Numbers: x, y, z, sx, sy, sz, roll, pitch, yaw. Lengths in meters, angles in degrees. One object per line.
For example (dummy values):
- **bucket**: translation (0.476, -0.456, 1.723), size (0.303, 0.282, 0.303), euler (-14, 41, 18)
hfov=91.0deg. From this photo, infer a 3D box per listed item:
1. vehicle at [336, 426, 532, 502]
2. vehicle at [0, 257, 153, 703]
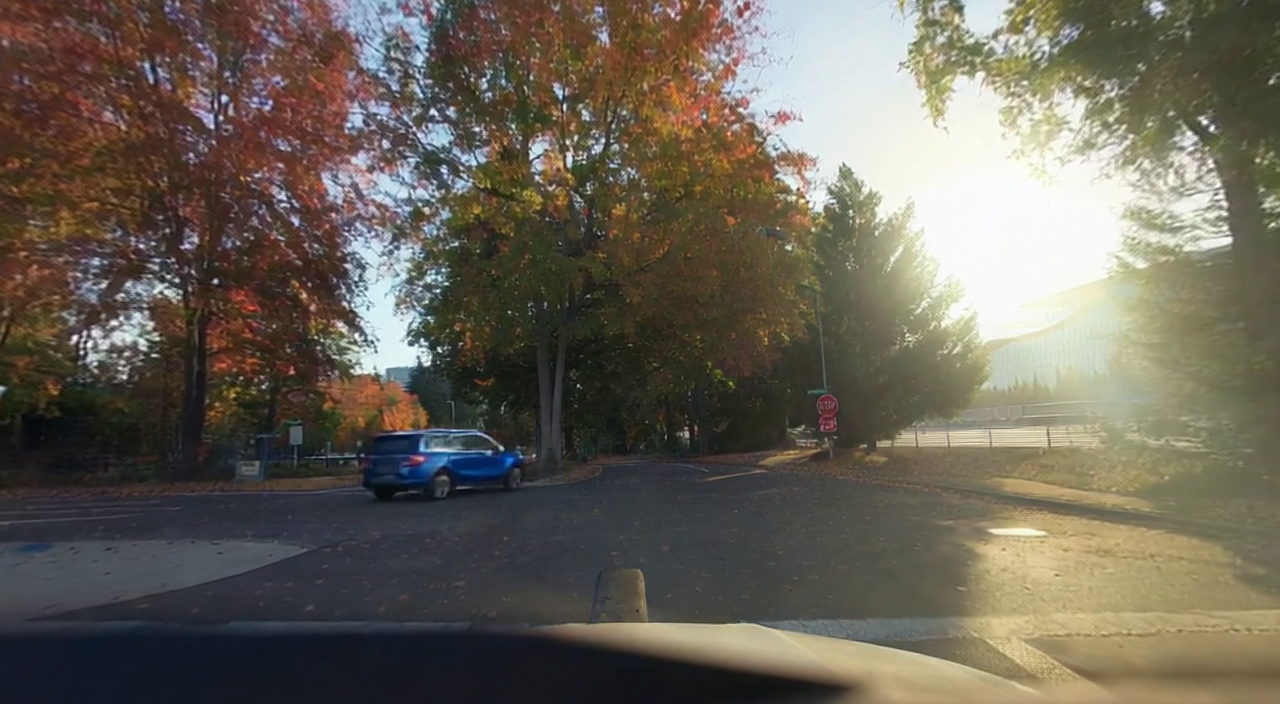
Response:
- **vehicle**: translation (-6.182, 3.424, 19.805), size (2.284, 2.012, 5.607), euler (-5, -10, 32)
- **vehicle**: translation (-3.478, 0.416, 0.696), size (2.145, 2.038, 4.656), euler (0, -8, -1)
